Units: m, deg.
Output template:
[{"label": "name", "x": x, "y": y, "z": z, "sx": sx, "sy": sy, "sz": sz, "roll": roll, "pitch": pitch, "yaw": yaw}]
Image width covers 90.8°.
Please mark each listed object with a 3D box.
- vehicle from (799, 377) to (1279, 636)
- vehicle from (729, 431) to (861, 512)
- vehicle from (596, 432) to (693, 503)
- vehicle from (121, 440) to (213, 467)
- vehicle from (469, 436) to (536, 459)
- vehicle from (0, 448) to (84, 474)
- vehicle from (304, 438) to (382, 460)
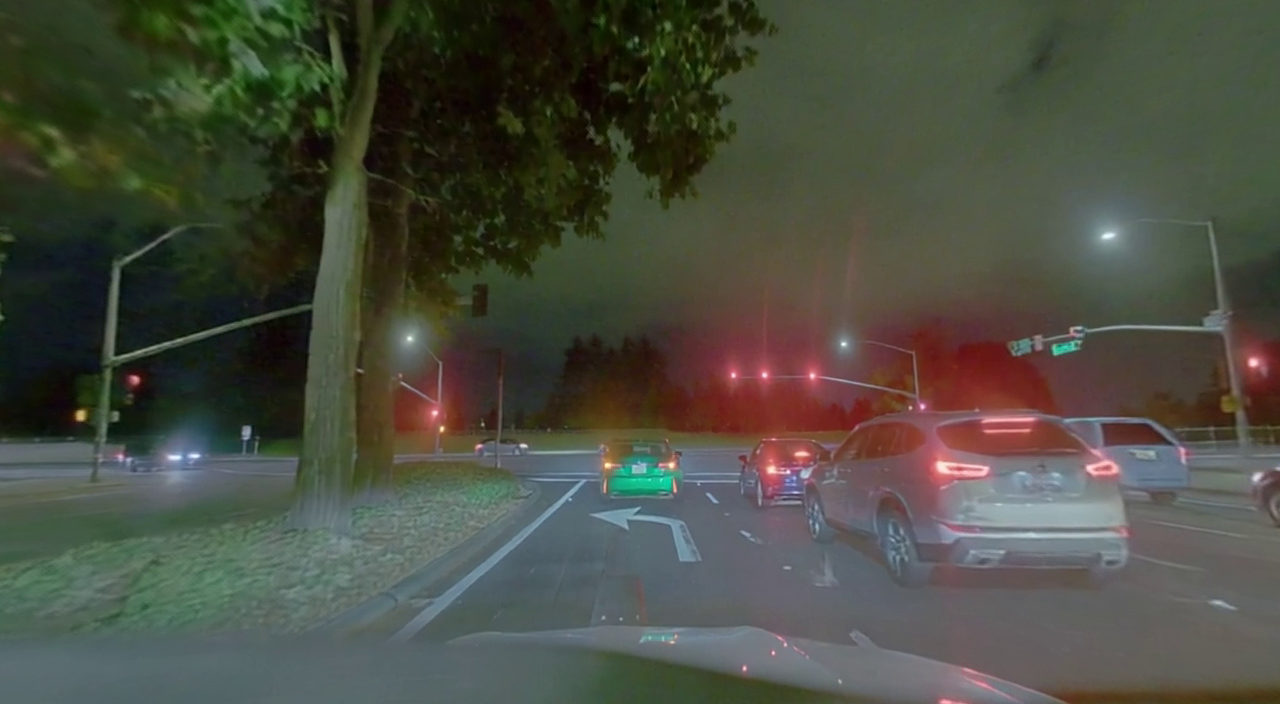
[{"label": "vehicle", "x": 3.439, "y": 1.438, "z": 6.938, "sx": 2.111, "sy": 1.780, "sz": 4.990, "roll": 0, "pitch": -9, "yaw": 0}, {"label": "vehicle", "x": 3.180, "y": 2.554, "z": 13.968, "sx": 1.861, "sy": 1.479, "sz": 4.371, "roll": 0, "pitch": -9, "yaw": 1}, {"label": "vehicle", "x": 0.129, "y": 2.734, "z": 15.340, "sx": 2.026, "sy": 1.458, "sz": 4.175, "roll": 0, "pitch": -9, "yaw": 1}, {"label": "vehicle", "x": -30.126, "y": 6.473, "z": 40.292, "sx": 4.517, "sy": 1.637, "sz": 1.935, "roll": -1, "pitch": -9, "yaw": 8}, {"label": "vehicle", "x": -9.144, "y": 6.379, "z": 42.210, "sx": 4.076, "sy": 1.498, "sz": 2.175, "roll": 1, "pitch": -9, "yaw": -4}, {"label": "vehicle", "x": -36.450, "y": 6.524, "z": 37.906, "sx": 4.630, "sy": 1.441, "sz": 1.923, "roll": -1, "pitch": -9, "yaw": 8}, {"label": "vehicle", "x": -21.335, "y": 7.005, "z": 45.500, "sx": 4.670, "sy": 1.542, "sz": 1.861, "roll": -1, "pitch": -9, "yaw": 6}]
